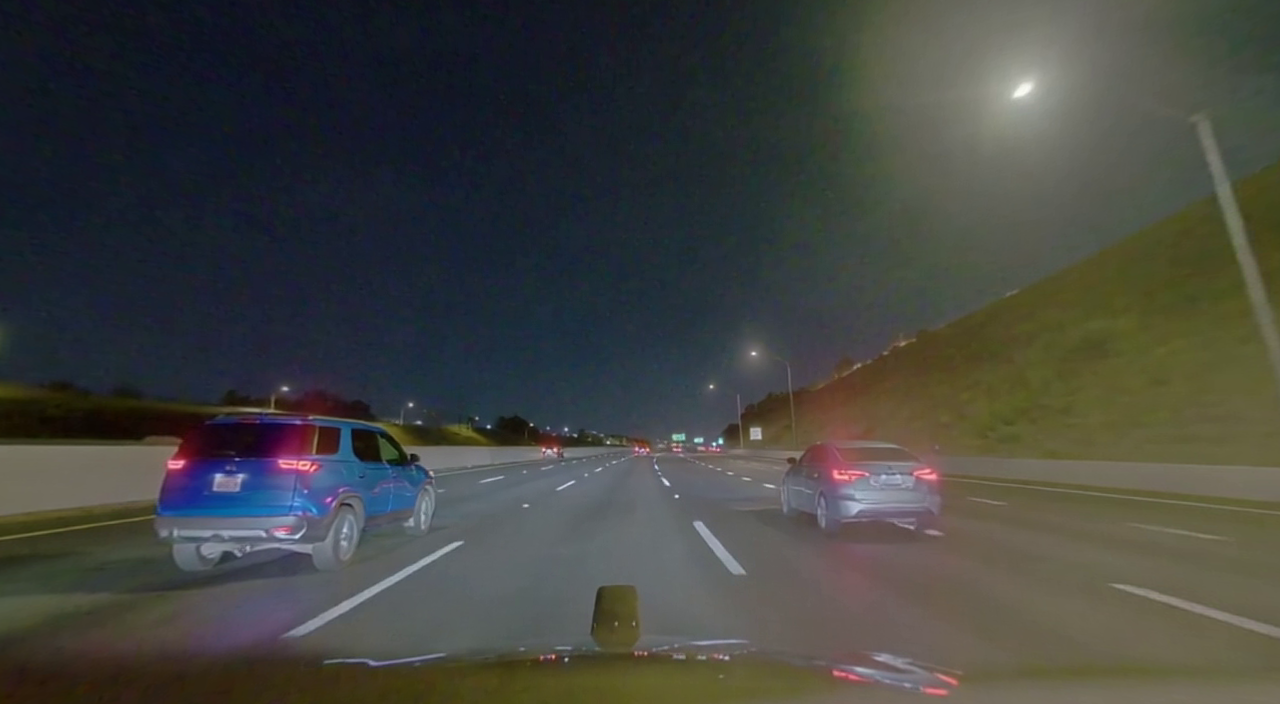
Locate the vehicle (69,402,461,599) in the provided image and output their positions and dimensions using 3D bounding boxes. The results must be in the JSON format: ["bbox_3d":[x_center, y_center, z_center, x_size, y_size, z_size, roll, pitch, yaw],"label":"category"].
[{"bbox_3d":[-3.972,1.662,7.971,2.047,1.715,4.689,0,-9,0],"label":"vehicle"}]

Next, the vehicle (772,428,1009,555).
[{"bbox_3d":[3.475,2.006,9.813,1.847,1.493,4.303,0,-9,-1],"label":"vehicle"}]
